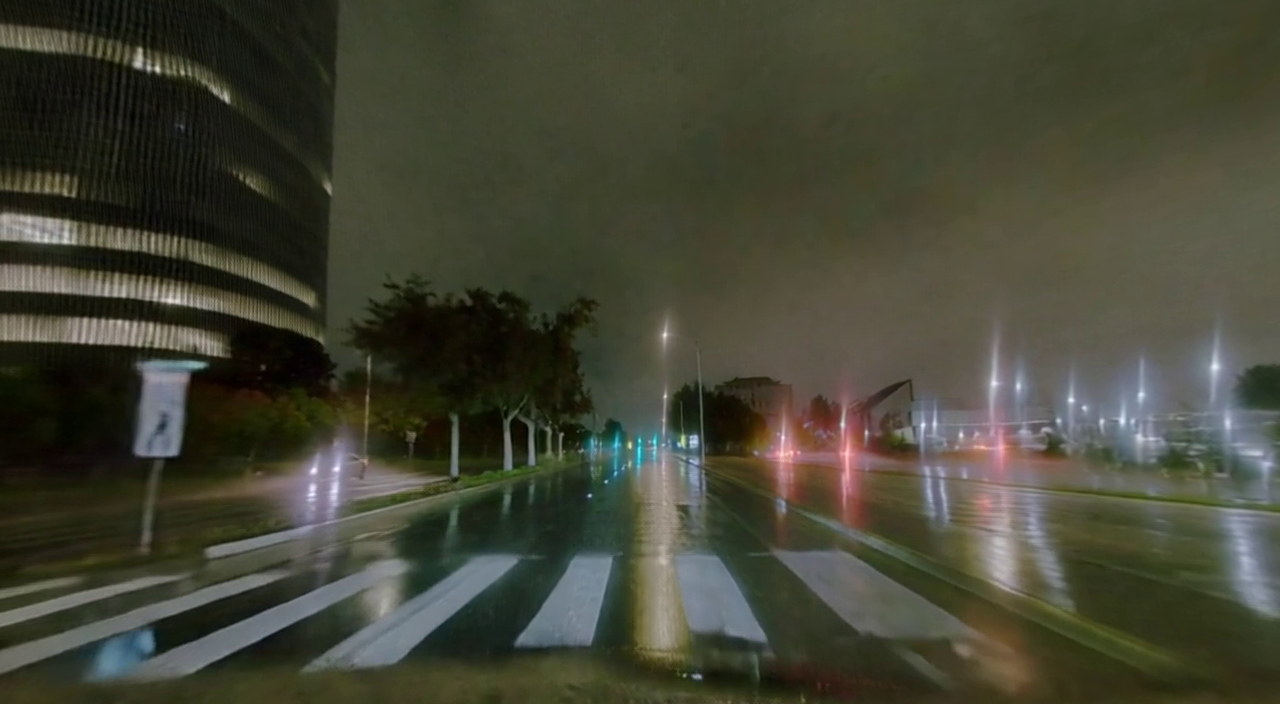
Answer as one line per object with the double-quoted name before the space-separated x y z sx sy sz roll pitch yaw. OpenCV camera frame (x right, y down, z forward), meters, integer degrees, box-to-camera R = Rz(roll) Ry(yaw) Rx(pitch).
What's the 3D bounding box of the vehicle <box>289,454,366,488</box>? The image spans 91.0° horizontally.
"vehicle" -16.611 6.328 33.755 1.807 1.570 4.557 -2 -9 0
